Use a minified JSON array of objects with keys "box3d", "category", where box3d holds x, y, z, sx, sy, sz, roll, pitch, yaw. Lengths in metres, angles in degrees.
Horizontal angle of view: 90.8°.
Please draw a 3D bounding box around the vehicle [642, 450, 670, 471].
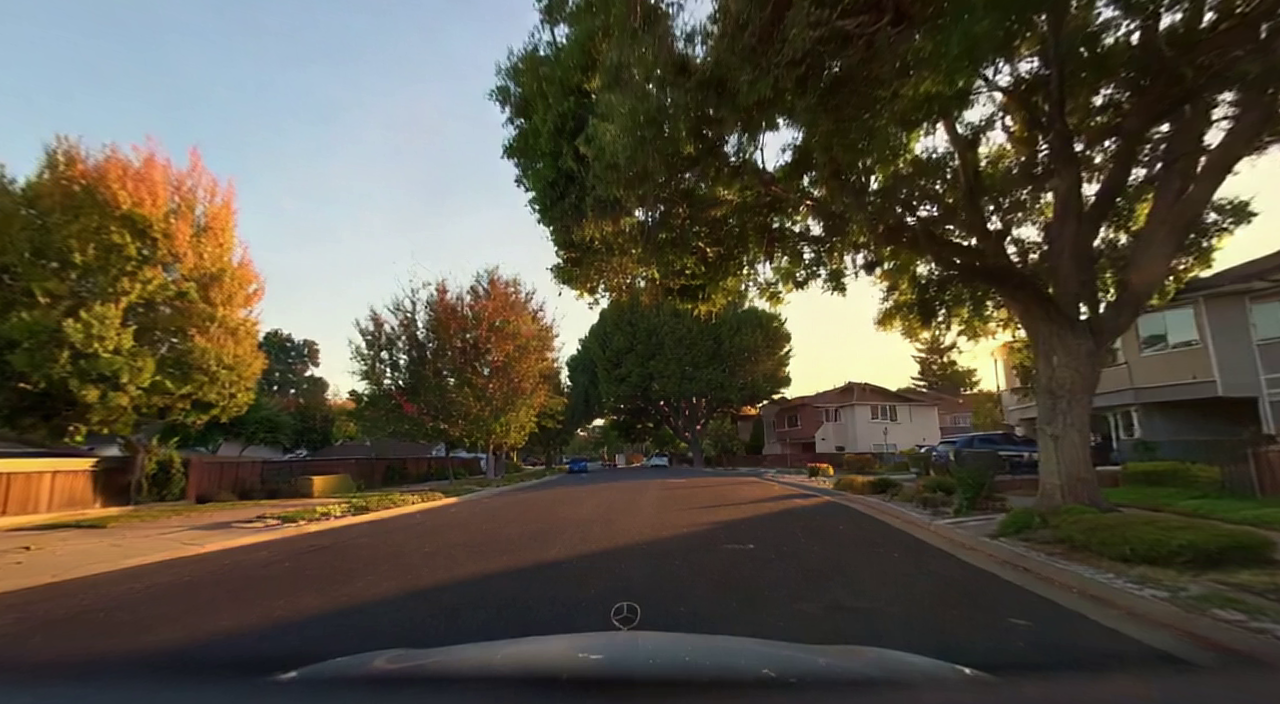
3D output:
[{"box3d":[1.220,8.315,48.640,2.064,1.477,3.968,0,-9,1],"category":"vehicle"}]
